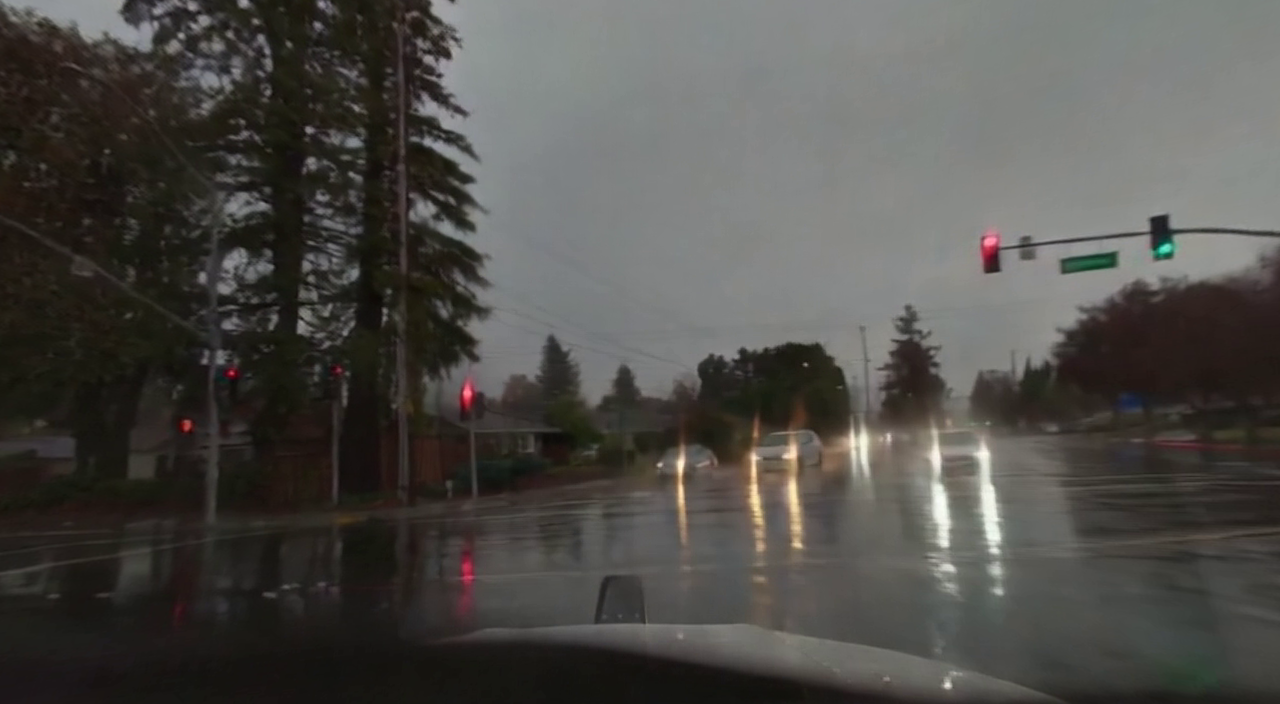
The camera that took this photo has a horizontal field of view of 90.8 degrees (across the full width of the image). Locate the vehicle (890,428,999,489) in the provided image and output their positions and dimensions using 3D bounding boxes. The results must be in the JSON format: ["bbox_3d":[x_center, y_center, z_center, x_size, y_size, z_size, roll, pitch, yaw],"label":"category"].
[{"bbox_3d":[8.479,2.998,18.069,2.174,1.477,4.805,-4,-9,19],"label":"vehicle"}]

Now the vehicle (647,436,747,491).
[{"bbox_3d":[2.226,4.076,23.475,2.241,1.819,4.690,-4,-9,24],"label":"vehicle"}]

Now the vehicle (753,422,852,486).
[{"bbox_3d":[5.968,3.615,22.645,2.479,1.977,5.254,-4,-9,24],"label":"vehicle"}]
